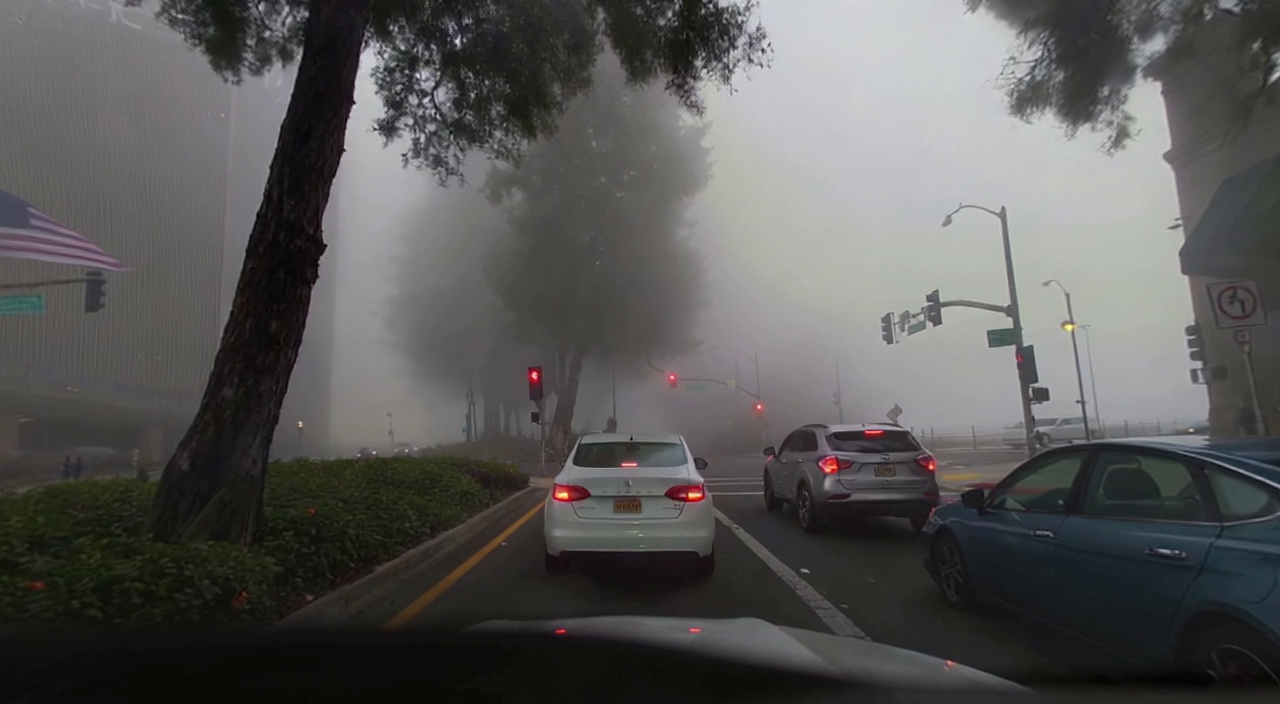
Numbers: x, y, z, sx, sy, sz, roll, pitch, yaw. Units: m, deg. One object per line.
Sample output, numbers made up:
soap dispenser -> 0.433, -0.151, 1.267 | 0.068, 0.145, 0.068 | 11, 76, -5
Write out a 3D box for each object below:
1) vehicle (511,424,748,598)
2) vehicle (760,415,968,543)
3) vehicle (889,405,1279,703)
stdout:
vehicle -> -0.102, 1.696, 7.557 | 2.096, 1.521, 3.747 | 0, -8, 0
vehicle -> 3.522, 2.095, 11.051 | 1.978, 1.738, 4.599 | 0, -8, 1
vehicle -> 3.387, 1.175, 4.012 | 1.833, 1.465, 4.258 | 0, -8, -1
